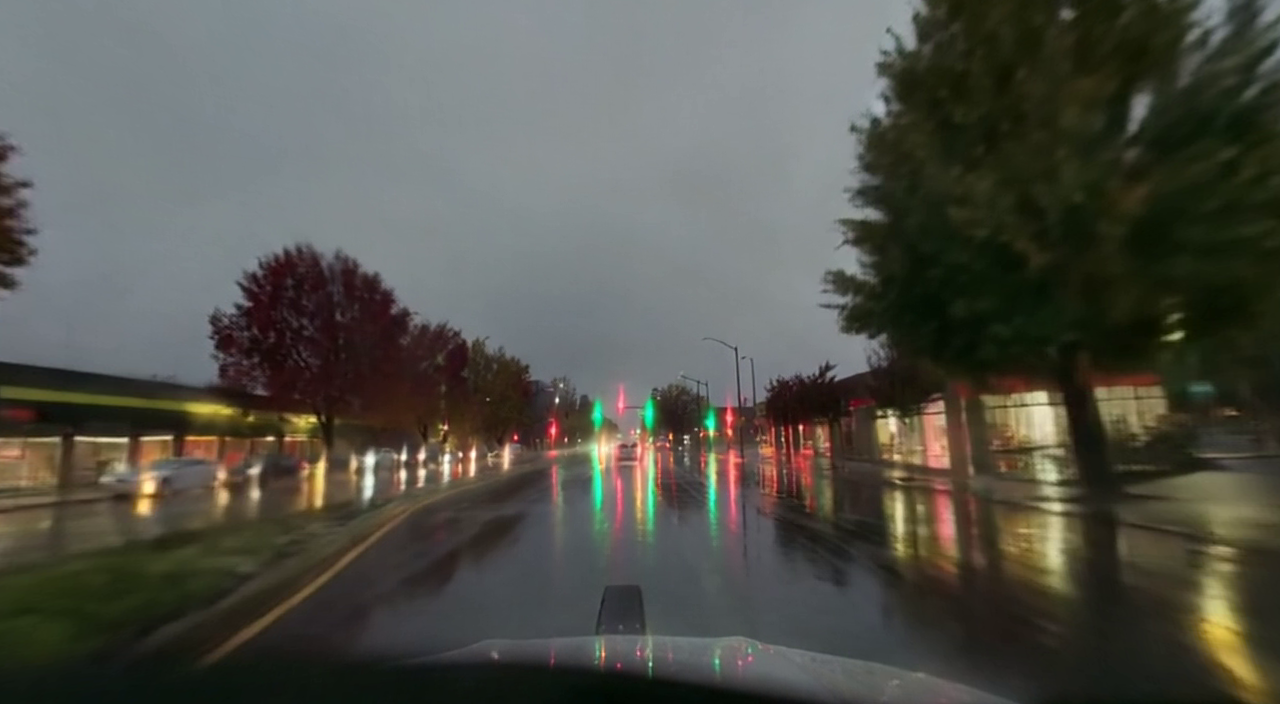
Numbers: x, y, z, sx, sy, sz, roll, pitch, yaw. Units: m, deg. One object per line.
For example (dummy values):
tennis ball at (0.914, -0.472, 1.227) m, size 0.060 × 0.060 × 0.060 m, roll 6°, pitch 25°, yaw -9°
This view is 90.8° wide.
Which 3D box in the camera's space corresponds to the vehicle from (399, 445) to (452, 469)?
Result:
vehicle at (-15.911, 7.785, 47.156) m, size 2.130 × 1.692 × 4.734 m, roll -1°, pitch -9°, yaw 2°

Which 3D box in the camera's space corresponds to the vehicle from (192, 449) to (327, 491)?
vehicle at (-15.680, 4.871, 26.468) m, size 2.098 × 1.524 × 5.102 m, roll -1°, pitch -9°, yaw 6°

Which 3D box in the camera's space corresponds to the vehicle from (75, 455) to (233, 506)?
vehicle at (-15.856, 4.175, 20.996) m, size 1.792 × 1.413 × 4.452 m, roll 0°, pitch -9°, yaw -2°

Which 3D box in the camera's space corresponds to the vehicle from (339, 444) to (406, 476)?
vehicle at (-15.826, 6.412, 37.570) m, size 1.981 × 1.755 × 4.113 m, roll -1°, pitch -9°, yaw 3°

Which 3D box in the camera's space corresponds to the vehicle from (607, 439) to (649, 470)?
vehicle at (-0.615, 5.335, 33.146) m, size 2.045 × 1.510 × 3.690 m, roll 0°, pitch -9°, yaw -1°
